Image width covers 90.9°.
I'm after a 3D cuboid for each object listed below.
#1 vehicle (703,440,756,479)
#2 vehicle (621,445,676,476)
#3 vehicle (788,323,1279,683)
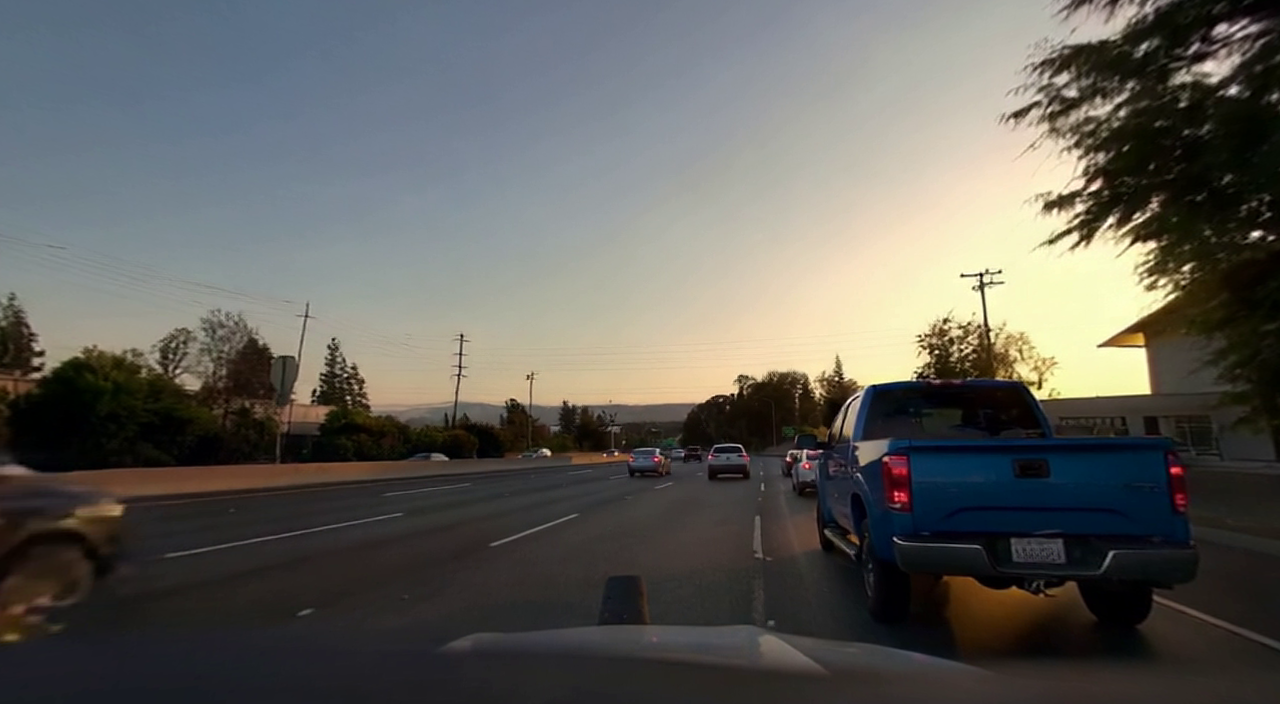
[{"bbox_3d":[4.266,4.981,29.471,2.080,1.682,4.150,-2,-9,12],"label":"vehicle"},{"bbox_3d":[0.516,5.689,33.379,2.119,1.478,4.644,-2,-8,11],"label":"vehicle"},{"bbox_3d":[3.363,1.379,7.277,3.024,2.092,6.797,-2,-8,12],"label":"vehicle"}]
